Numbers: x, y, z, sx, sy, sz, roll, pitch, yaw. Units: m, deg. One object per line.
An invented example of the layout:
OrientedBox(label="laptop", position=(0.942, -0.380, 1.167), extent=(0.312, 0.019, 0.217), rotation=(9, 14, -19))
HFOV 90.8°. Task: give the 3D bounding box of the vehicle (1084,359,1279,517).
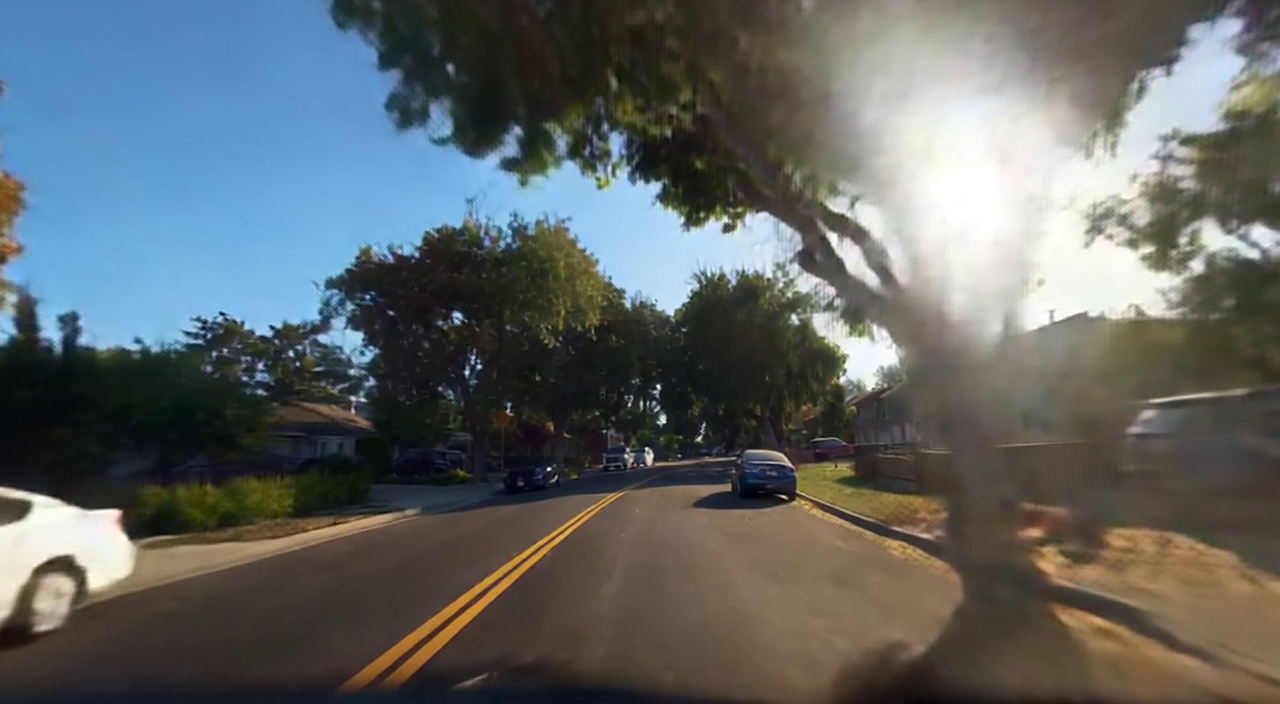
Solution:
OrientedBox(label="vehicle", position=(9.406, 1.147, 8.561), extent=(5.009, 1.906, 2.046), rotation=(-1, -8, 5))

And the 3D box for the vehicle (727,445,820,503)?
OrientedBox(label="vehicle", position=(3.724, 3.462, 18.405), extent=(1.972, 1.460, 4.137), rotation=(-1, -8, 2))

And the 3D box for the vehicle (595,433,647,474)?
OrientedBox(label="vehicle", position=(-1.271, 7.435, 45.534), extent=(2.334, 2.126, 6.444), rotation=(-6, -16, 10))

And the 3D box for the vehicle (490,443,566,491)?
OrientedBox(label="vehicle", position=(-4.440, 4.773, 25.729), extent=(2.005, 1.557, 4.172), rotation=(-3, -15, 5))

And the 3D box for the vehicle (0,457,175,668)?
OrientedBox(label="vehicle", position=(-5.853, 1.499, 4.284), extent=(1.972, 1.536, 4.347), rotation=(-3, -15, 1))

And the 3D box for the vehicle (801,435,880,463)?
OrientedBox(label="vehicle", position=(14.768, 7.209, 46.733), extent=(5.325, 1.939, 2.150), rotation=(-3, -9, 16))
